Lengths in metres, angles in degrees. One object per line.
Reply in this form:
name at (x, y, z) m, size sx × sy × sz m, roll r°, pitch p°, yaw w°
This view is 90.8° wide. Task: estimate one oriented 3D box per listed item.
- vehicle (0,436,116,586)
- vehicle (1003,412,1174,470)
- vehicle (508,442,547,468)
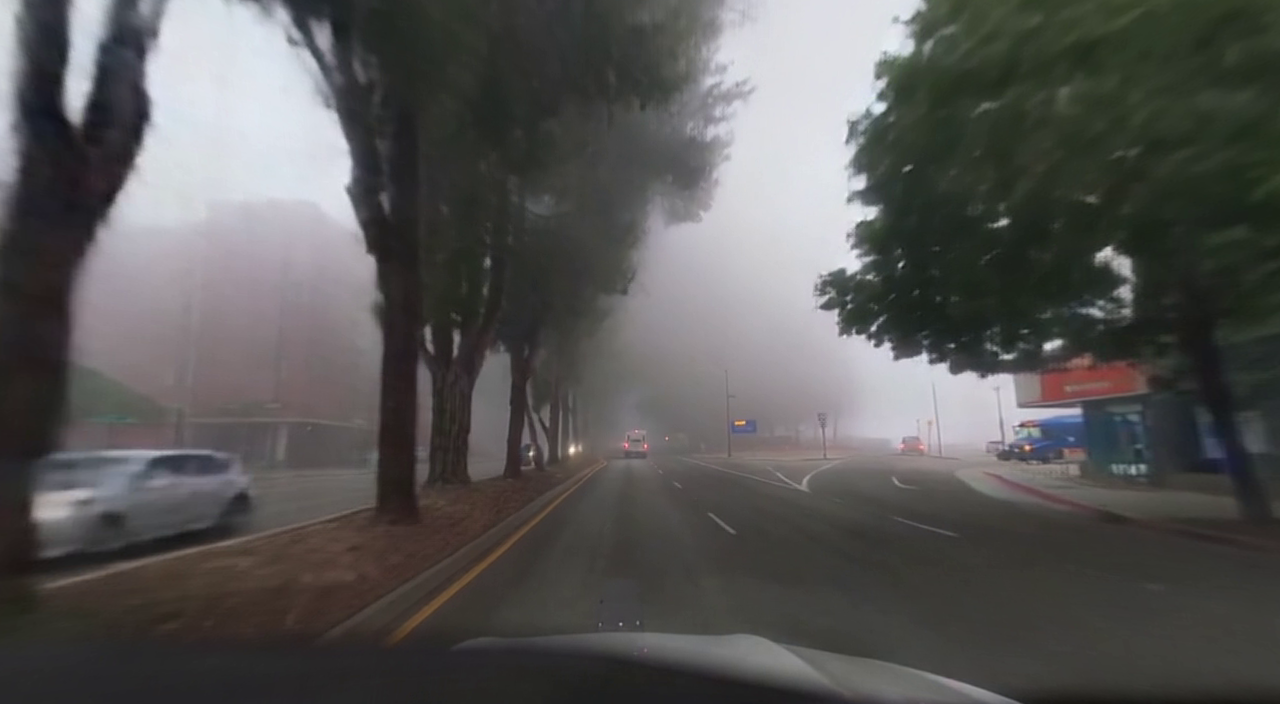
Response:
vehicle at (-7.363, 1.449, 5.377) m, size 1.999 × 1.478 × 4.441 m, roll 0°, pitch -9°, yaw -1°
vehicle at (25.805, 5.111, 36.445) m, size 8.606 × 3.093 × 2.803 m, roll 2°, pitch -9°, yaw -13°
vehicle at (-7.876, 7.253, 44.712) m, size 2.008 × 1.701 × 4.430 m, roll 0°, pitch -9°, yaw -1°
